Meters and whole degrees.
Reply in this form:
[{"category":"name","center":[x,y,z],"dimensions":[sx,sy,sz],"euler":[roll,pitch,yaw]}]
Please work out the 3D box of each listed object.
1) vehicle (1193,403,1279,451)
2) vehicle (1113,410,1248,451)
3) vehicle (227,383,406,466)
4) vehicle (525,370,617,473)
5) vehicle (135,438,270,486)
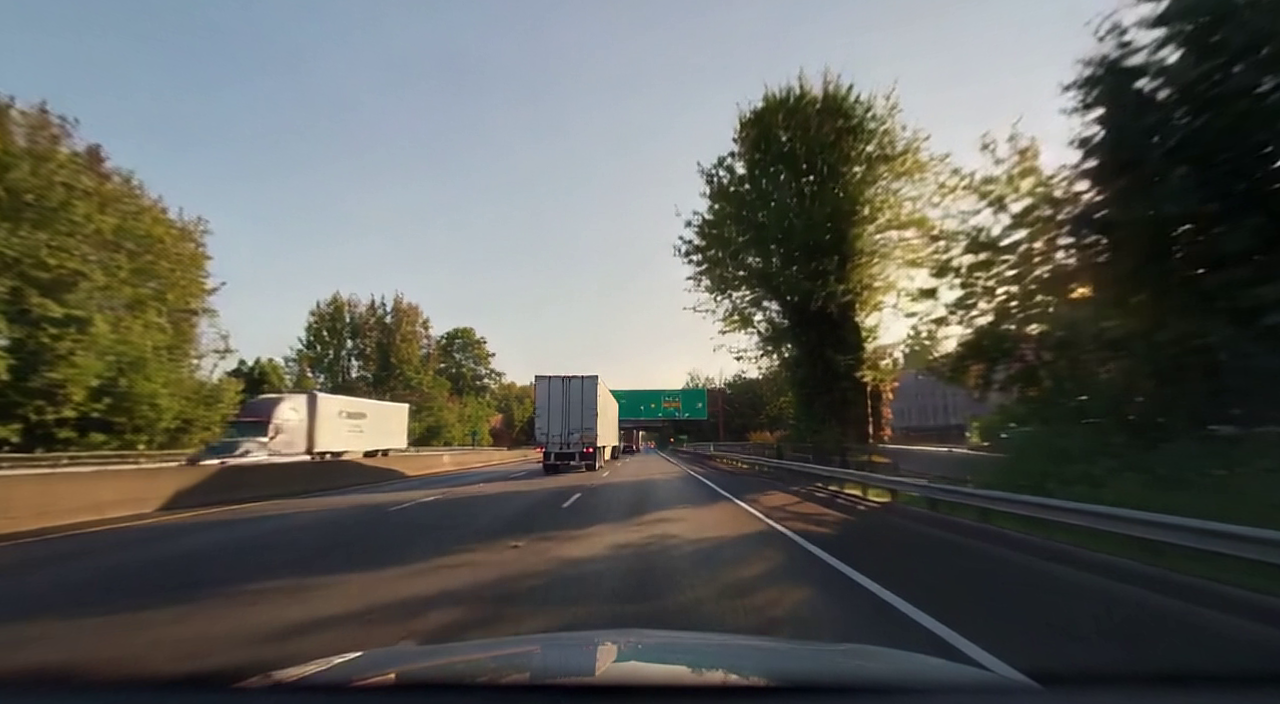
[{"category":"vehicle","center":[25.980,3.128,25.998],"dimensions":[4.219,1.898,2.086],"euler":[1,-8,-1]},{"category":"vehicle","center":[24.461,3.605,28.566],"dimensions":[4.288,1.766,1.975],"euler":[0,-8,-1]},{"category":"vehicle","center":[-18.334,4.551,37.633],"dimensions":[2.937,4.009,14.253],"euler":[0,-8,1]},{"category":"vehicle","center":[-2.982,3.776,32.010],"dimensions":[2.947,4.051,14.256],"euler":[1,-8,0]},{"category":"vehicle","center":[-14.642,3.689,21.333],"dimensions":[1.725,1.444,3.898],"euler":[0,-8,0]}]
